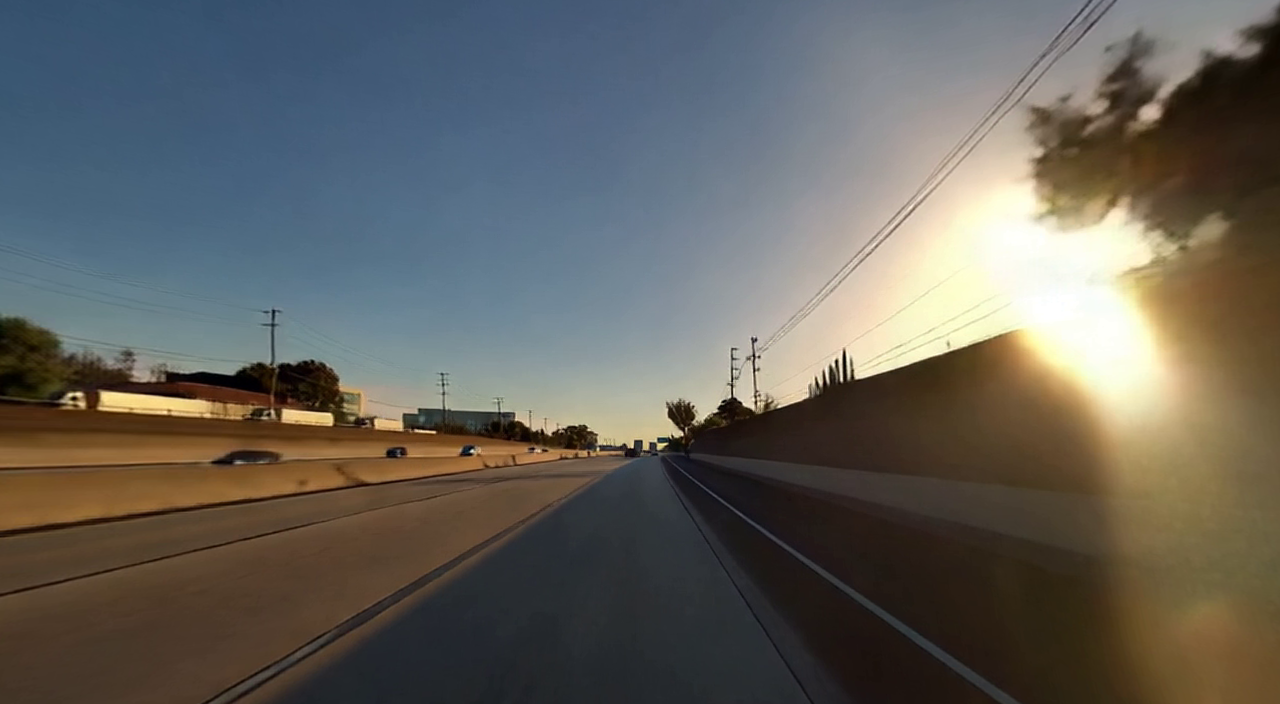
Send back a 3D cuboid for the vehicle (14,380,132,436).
[{"bbox_3d":[-42.911,4.387,47.979,2.911,3.814,6.009,0,-9,3],"label":"vehicle"}]
